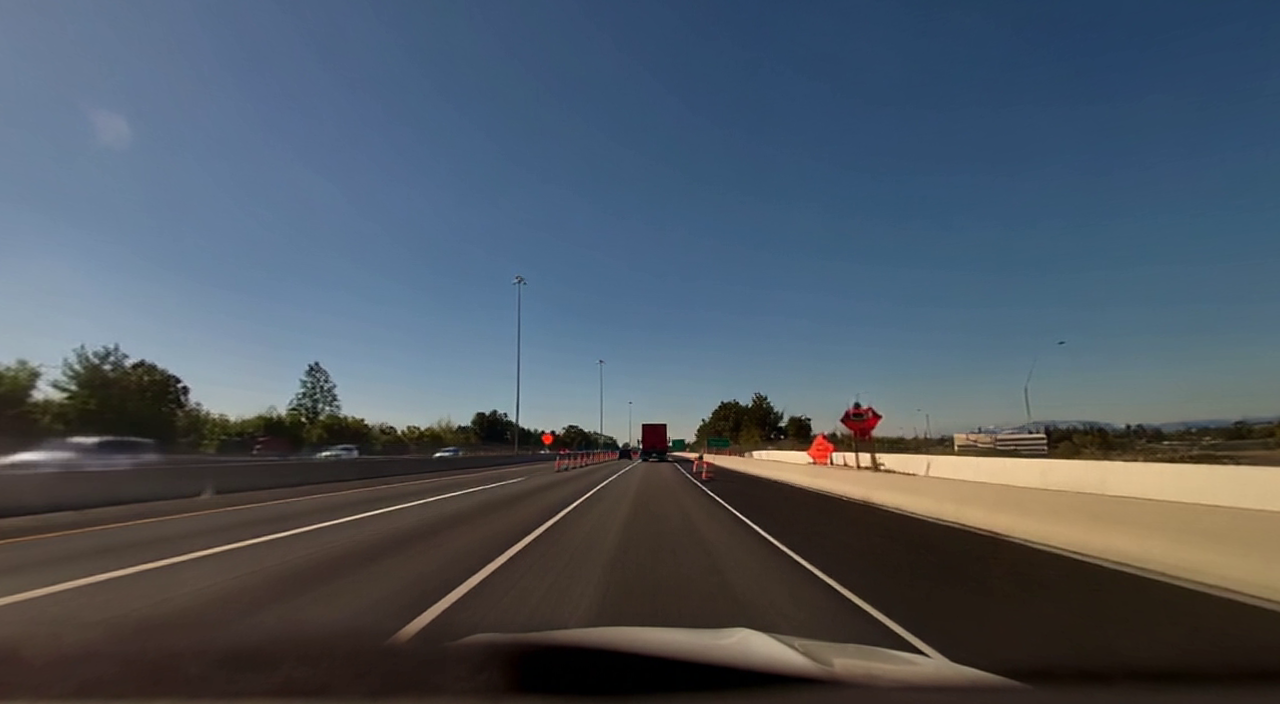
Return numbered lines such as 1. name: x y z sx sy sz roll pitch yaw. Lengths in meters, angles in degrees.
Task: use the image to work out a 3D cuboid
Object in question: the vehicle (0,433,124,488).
1. vehicle: -19.786 3.449 20.160 2.134 1.595 5.049 0 -9 1
